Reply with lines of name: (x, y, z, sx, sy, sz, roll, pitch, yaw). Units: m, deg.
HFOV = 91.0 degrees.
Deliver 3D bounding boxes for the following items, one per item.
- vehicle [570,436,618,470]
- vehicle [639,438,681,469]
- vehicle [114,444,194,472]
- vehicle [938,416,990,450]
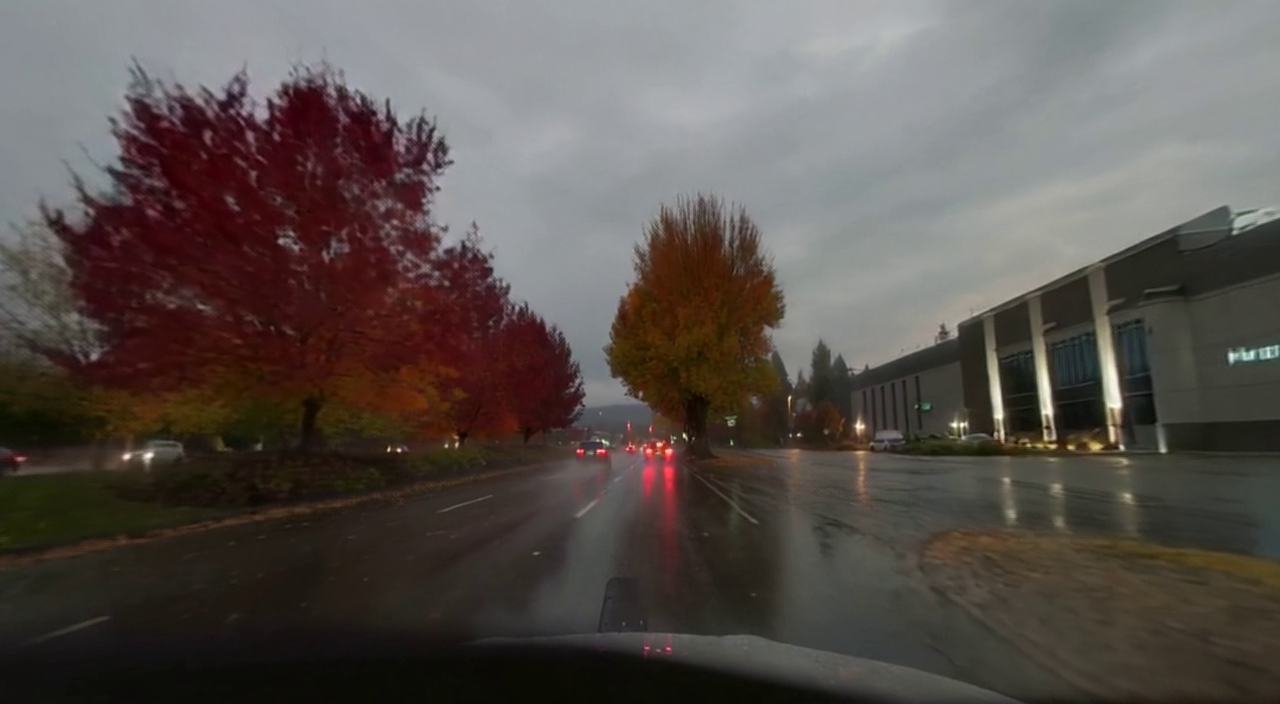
vehicle: (-2.375, 5.326, 33.423, 2.197, 1.709, 4.069, 0, -8, 1)
vehicle: (1.028, 5.201, 32.442, 2.040, 1.493, 3.682, 0, -8, 1)
vehicle: (-35.369, 7.688, 45.991, 1.945, 1.946, 4.808, 0, -8, 0)
vehicle: (24.207, 6.083, 47.123, 2.673, 2.486, 2.062, 0, -8, 2)
